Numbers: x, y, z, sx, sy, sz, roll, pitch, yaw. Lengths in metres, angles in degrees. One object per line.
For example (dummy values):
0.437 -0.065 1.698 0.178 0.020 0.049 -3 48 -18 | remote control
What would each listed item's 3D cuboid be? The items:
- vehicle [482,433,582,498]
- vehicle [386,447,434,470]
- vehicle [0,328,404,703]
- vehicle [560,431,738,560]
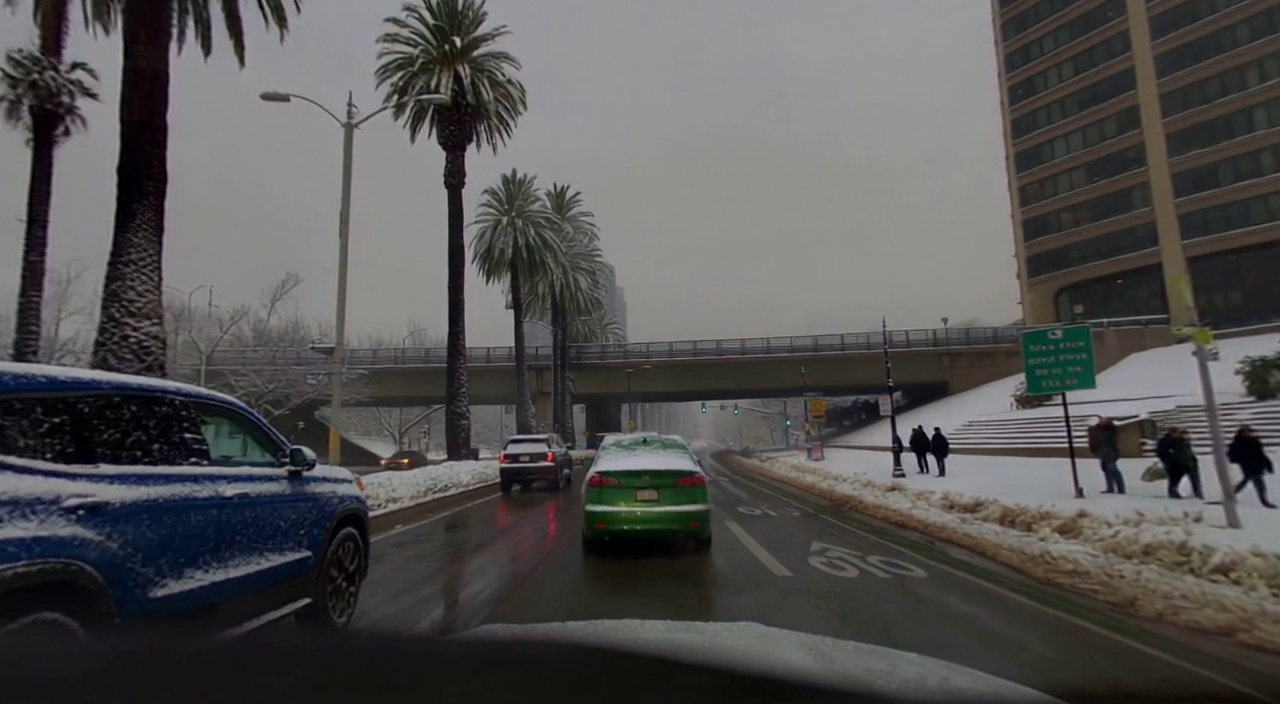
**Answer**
-2.922 3.179 18.086 1.955 1.637 4.032 -1 -9 3 | vehicle
-18.008 8.331 49.613 2.025 1.724 4.215 0 -9 2 | vehicle
-3.228 0.989 3.520 2.014 1.740 4.359 0 -9 2 | vehicle
0.075 1.966 9.392 2.036 1.461 4.129 0 -9 -1 | vehicle
